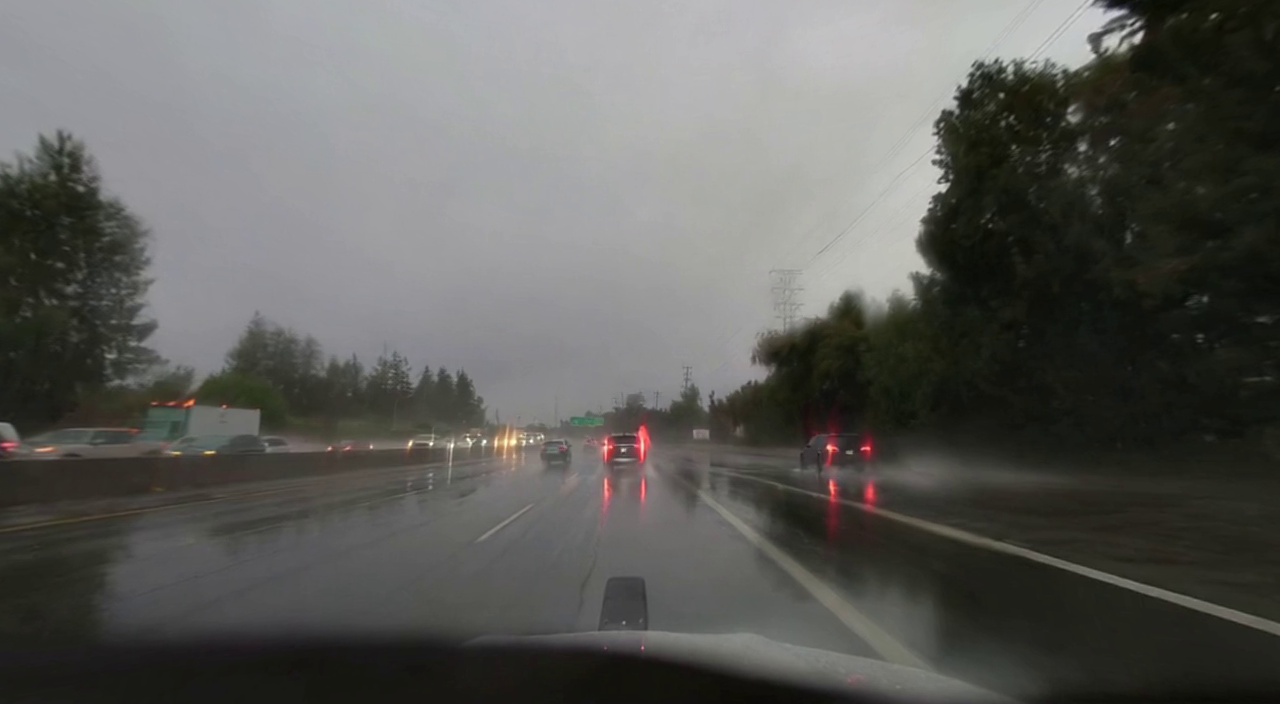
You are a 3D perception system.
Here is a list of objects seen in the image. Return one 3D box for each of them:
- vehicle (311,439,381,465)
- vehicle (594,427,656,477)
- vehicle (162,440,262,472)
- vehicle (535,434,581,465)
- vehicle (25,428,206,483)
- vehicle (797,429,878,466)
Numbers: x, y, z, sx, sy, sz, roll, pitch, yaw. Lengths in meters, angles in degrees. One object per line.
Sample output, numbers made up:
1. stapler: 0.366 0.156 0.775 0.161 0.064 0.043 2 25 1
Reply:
1. vehicle: -17.089 5.851 36.963 1.838 1.424 4.575 0 -8 1
2. vehicle: -0.558 3.878 24.736 2.192 1.769 4.287 0 -8 -1
3. vehicle: -20.510 4.969 30.487 1.759 1.415 4.489 0 -8 -1
4. vehicle: -4.611 5.555 36.072 2.130 1.685 4.341 0 -8 -1
5. vehicle: -16.537 3.280 20.281 1.913 1.534 4.524 0 -8 0
6. vehicle: 9.872 4.828 31.986 2.099 1.720 4.829 1 -8 -7
